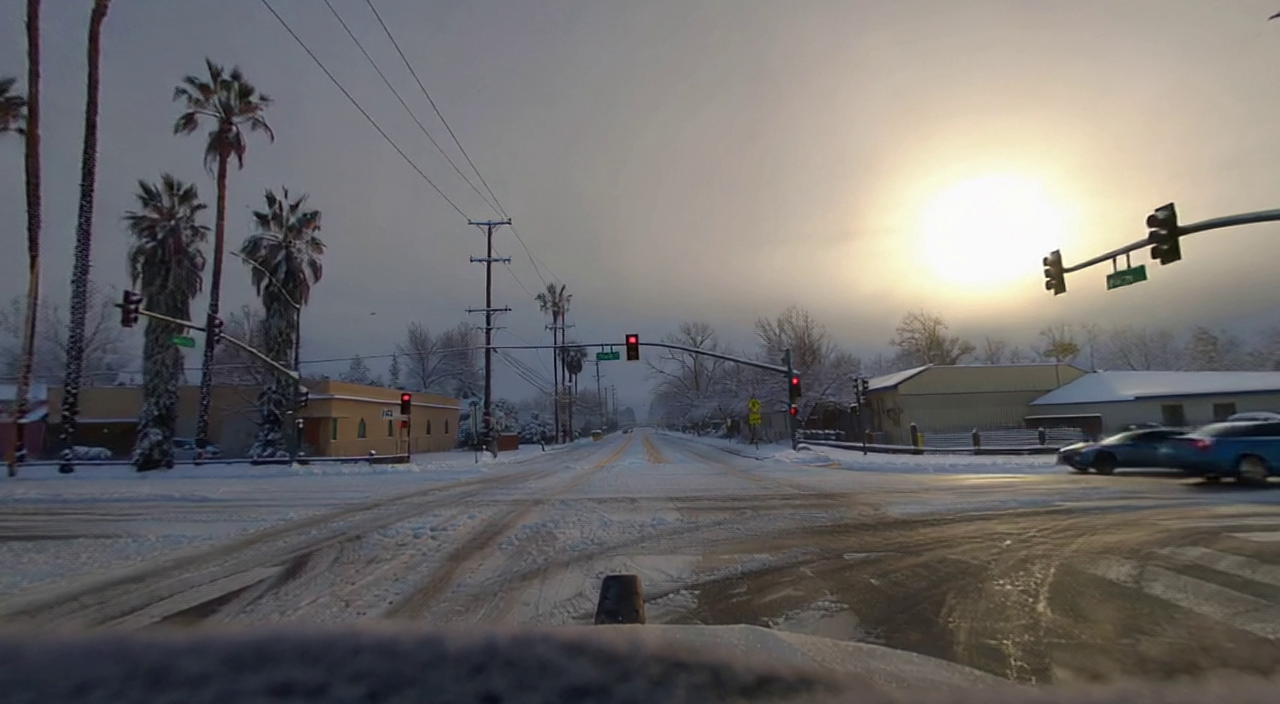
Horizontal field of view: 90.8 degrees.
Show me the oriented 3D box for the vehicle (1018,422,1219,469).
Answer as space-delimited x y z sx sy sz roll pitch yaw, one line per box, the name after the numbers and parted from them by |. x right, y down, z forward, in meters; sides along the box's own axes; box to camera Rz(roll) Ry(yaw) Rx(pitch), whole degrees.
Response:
15.723 3.114 21.027 4.918 1.479 1.897 -1 -9 8 | vehicle

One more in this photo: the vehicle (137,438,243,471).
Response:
-25.901 5.922 36.462 4.613 1.820 2.021 0 -9 3 | vehicle

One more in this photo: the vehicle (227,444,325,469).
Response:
-22.308 6.427 38.855 4.849 1.444 1.881 0 -8 1 | vehicle

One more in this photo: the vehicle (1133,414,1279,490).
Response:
13.981 2.099 13.336 5.094 1.490 2.223 -3 -9 22 | vehicle

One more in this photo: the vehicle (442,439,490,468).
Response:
-11.964 6.986 43.807 2.016 1.717 4.287 0 -6 1 | vehicle
